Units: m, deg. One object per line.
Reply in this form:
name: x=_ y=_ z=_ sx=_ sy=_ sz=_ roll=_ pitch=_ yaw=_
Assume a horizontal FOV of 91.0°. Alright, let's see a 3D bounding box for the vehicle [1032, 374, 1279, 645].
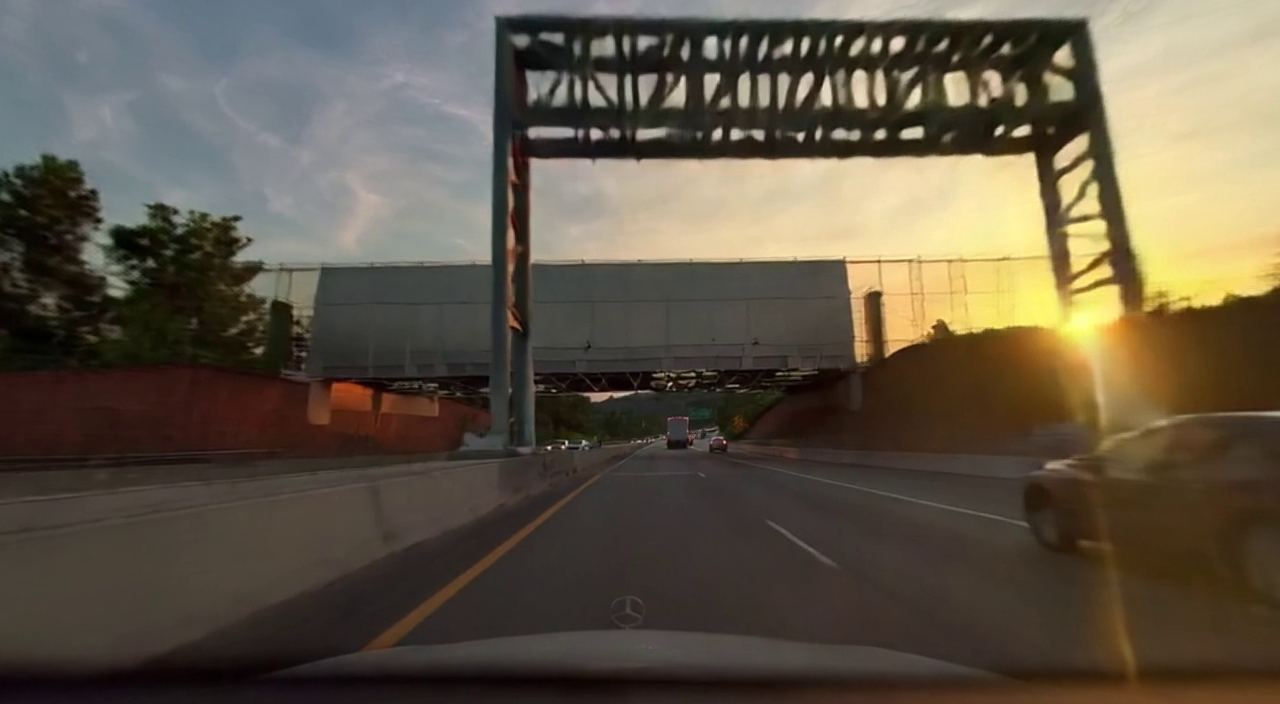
vehicle: x=4.677 y=0.932 z=3.767 sx=1.954 sy=1.550 sz=4.140 roll=0 pitch=-8 yaw=0
